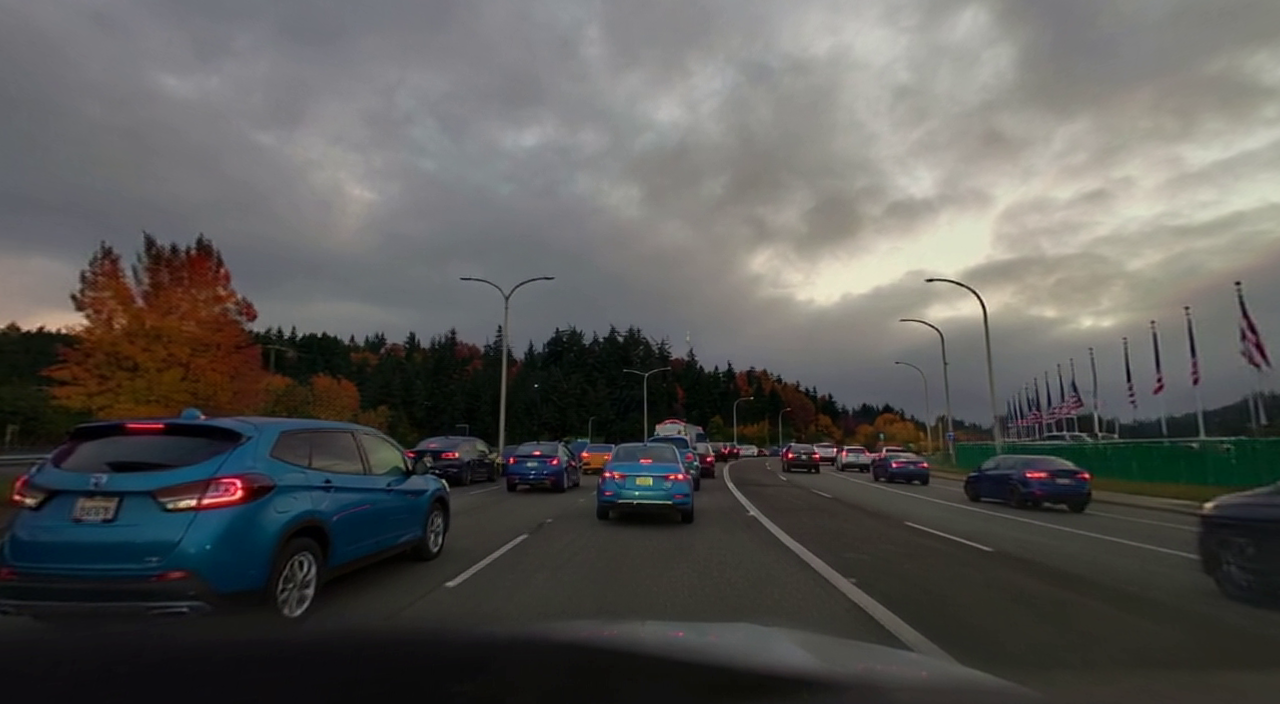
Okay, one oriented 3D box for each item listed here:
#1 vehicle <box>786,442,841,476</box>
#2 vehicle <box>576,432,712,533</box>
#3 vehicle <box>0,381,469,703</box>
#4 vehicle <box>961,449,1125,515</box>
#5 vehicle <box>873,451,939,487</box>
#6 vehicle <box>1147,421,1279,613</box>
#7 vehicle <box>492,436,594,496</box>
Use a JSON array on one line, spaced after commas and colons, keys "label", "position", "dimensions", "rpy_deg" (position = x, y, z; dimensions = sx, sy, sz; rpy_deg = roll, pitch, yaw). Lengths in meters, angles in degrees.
[{"label": "vehicle", "position": [8.612, 5.329, 31.568], "dimensions": [1.944, 1.544, 4.301], "rpy_deg": [0, -9, 6]}, {"label": "vehicle", "position": [0.224, 2.340, 11.883], "dimensions": [2.090, 1.506, 4.276], "rpy_deg": [0, -9, 4]}, {"label": "vehicle", "position": [-3.164, 1.288, 5.387], "dimensions": [1.988, 1.635, 4.260], "rpy_deg": [0, -9, 3]}, {"label": "vehicle", "position": [11.065, 3.548, 17.773], "dimensions": [1.934, 1.585, 4.397], "rpy_deg": [0, -9, 4]}, {"label": "vehicle", "position": [12.429, 5.453, 29.638], "dimensions": [1.749, 1.481, 3.808], "rpy_deg": [0, -9, 5]}, {"label": "vehicle", "position": [6.416, 1.269, 4.399], "dimensions": [2.011, 1.610, 4.568], "rpy_deg": [0, -9, 2]}, {"label": "vehicle", "position": [-2.728, 3.355, 18.982], "dimensions": [1.974, 1.549, 4.603], "rpy_deg": [0, -9, 5]}]
